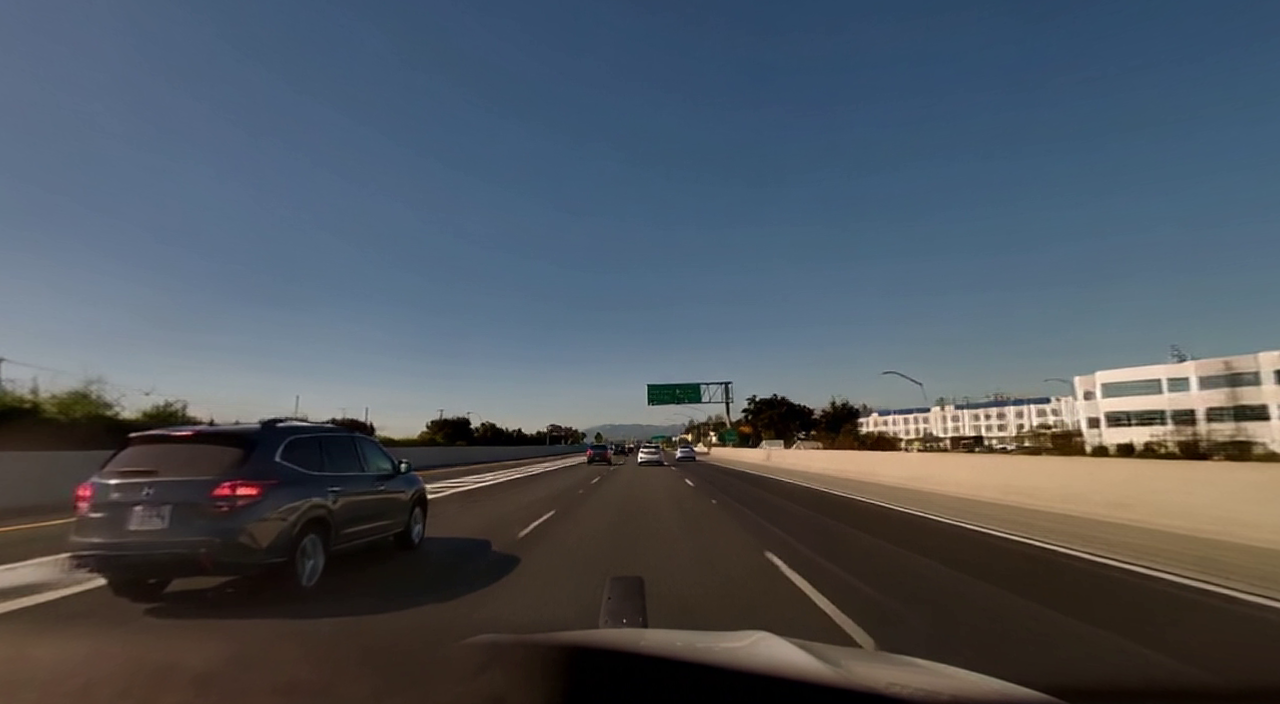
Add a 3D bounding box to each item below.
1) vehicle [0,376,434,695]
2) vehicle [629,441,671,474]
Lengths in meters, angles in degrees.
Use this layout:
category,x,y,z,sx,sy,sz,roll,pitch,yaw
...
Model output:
category,x,y,z,sx,sy,sz,roll,pitch,yaw
vehicle,-3.872,1.354,5.890,2.239,1.761,4.620,0,-8,1
vehicle,0.463,5.346,32.118,2.000,1.558,3.945,0,-8,0
